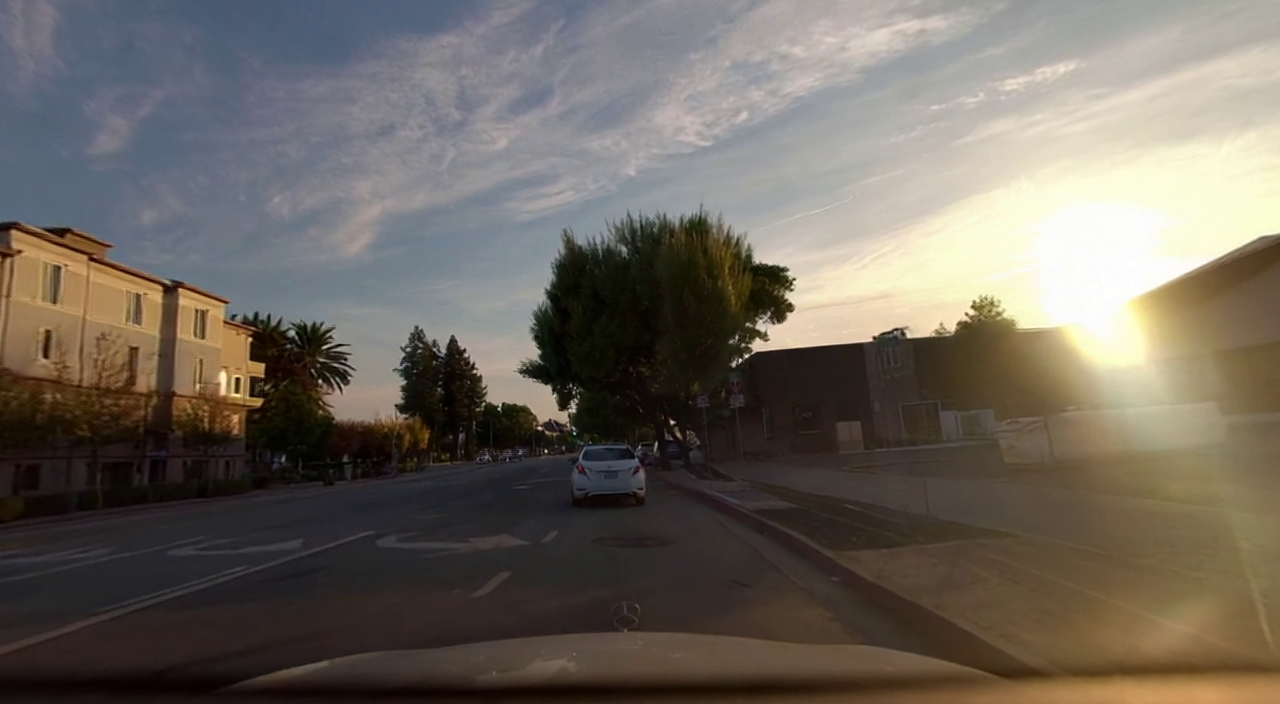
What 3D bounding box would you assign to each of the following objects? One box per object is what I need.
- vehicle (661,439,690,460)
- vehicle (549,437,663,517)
[{"bbox_3d":[2.594,7.266,46.999,1.972,1.484,3.974,0,-9,0],"label":"vehicle"},{"bbox_3d":[-0.752,2.669,14.054,2.116,1.479,4.358,0,-9,-3],"label":"vehicle"}]
